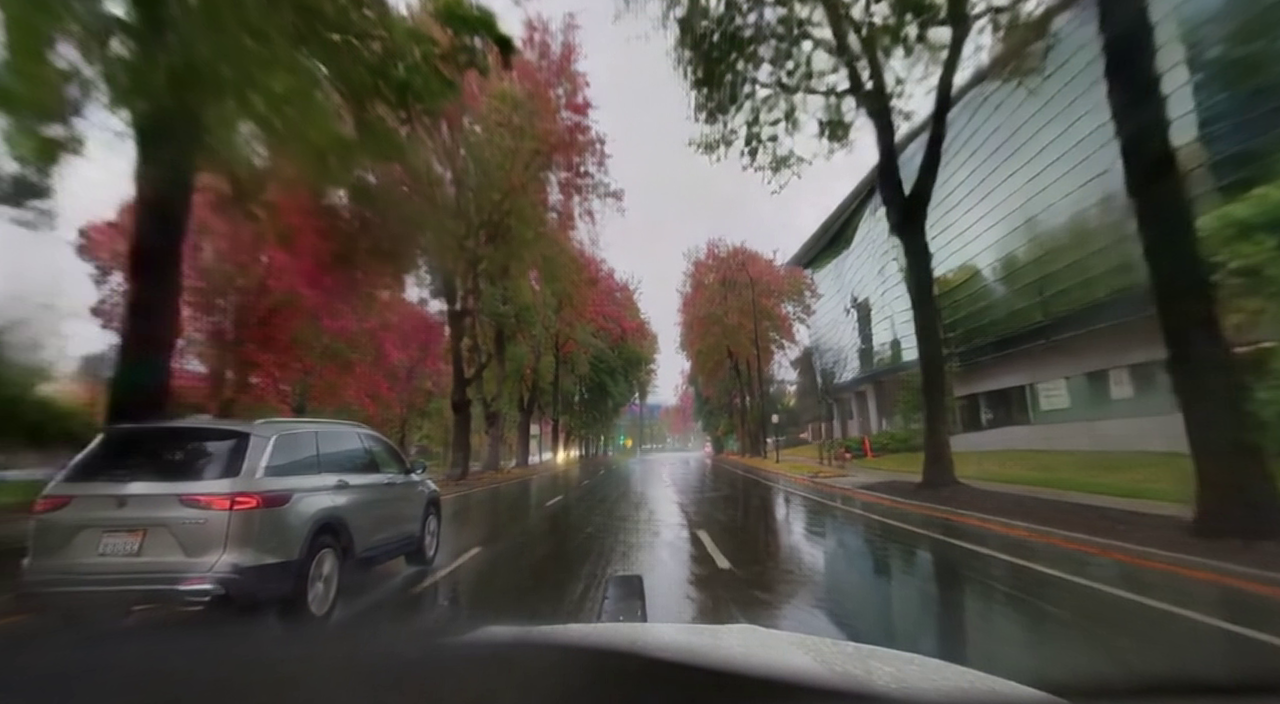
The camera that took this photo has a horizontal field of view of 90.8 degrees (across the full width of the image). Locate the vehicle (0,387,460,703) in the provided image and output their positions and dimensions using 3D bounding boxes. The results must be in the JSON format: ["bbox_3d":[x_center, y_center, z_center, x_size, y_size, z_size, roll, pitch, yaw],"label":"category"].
[{"bbox_3d":[-3.367,1.381,5.775,2.067,1.700,4.561,0,-8,0],"label":"vehicle"}]
